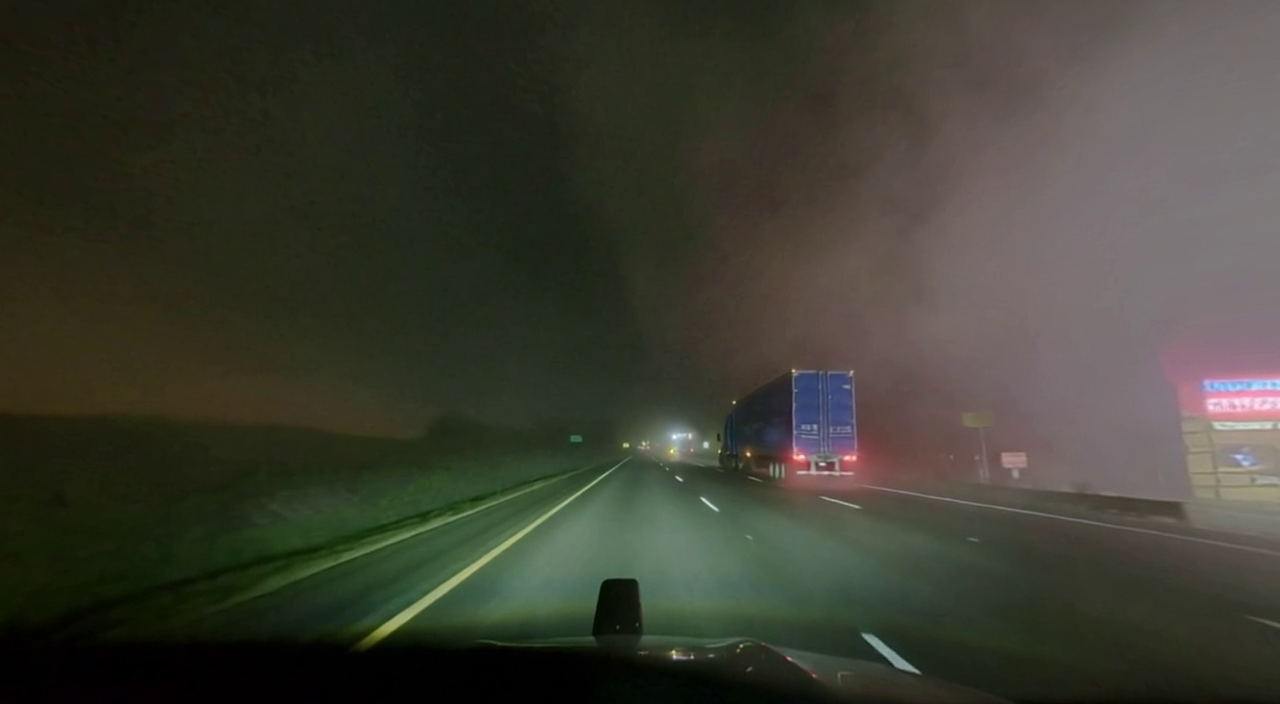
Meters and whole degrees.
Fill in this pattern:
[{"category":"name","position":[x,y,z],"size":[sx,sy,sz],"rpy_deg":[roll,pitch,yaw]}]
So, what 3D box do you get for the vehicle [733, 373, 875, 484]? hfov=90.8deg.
[{"category":"vehicle","position":[7.261,4.005,31.520],"size":[2.912,4.153,15.866],"rpy_deg":[0,-8,0]}]
